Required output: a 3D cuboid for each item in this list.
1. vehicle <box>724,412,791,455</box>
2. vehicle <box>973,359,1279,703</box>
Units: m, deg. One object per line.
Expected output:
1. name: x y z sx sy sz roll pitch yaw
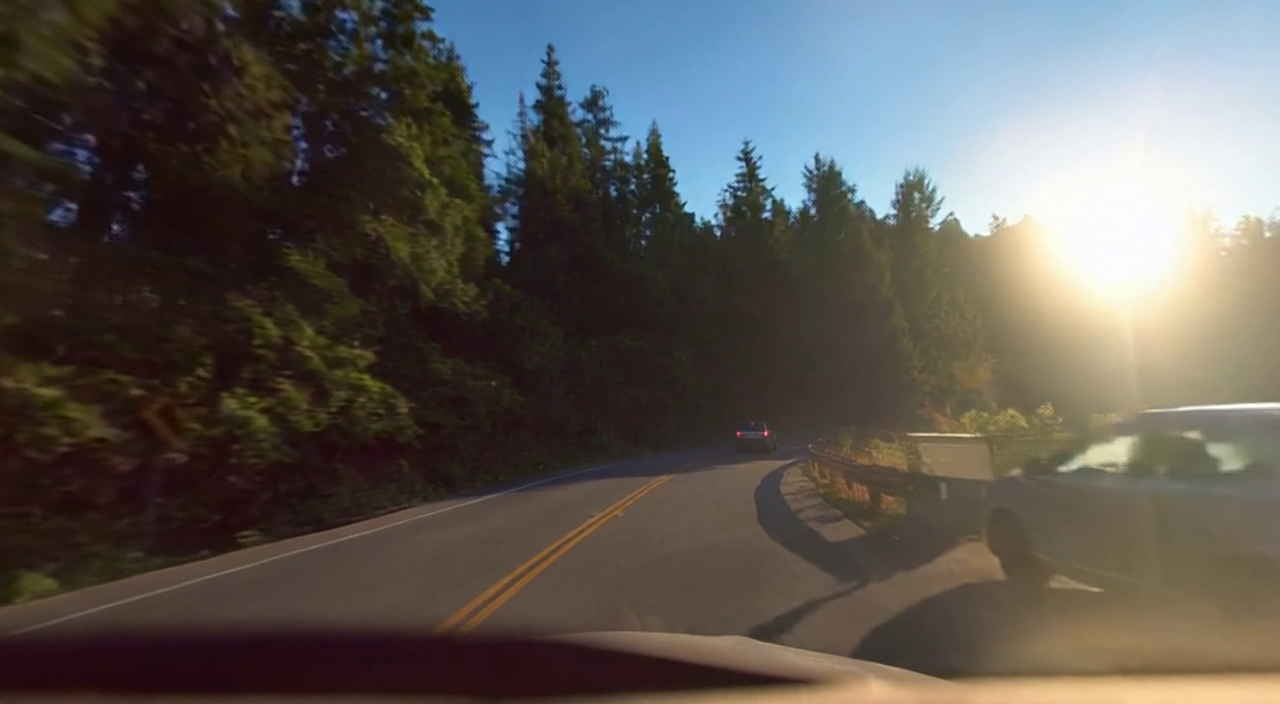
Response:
1. vehicle: 6.049 4.192 31.917 2.469 1.953 5.605 -3 -9 19
2. vehicle: 4.343 1.094 4.182 2.172 1.773 4.601 -1 -9 7
